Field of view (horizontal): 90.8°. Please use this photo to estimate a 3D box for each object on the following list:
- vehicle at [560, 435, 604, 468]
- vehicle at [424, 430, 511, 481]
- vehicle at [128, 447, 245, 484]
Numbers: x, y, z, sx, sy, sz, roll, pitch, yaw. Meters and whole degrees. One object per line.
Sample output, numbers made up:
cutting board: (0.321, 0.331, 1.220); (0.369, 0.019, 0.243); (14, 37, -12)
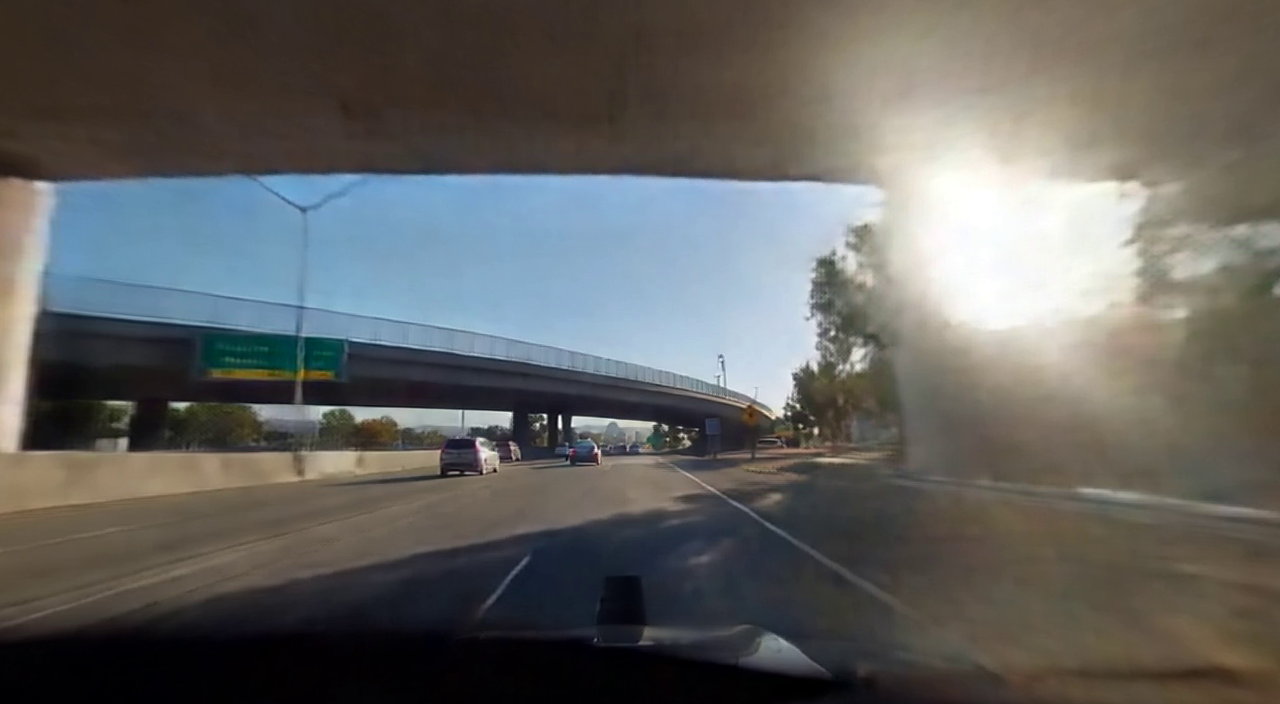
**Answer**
vehicle: (-3.207, 5.593, 35.666); (2.027, 1.697, 4.307); (0, -8, 0)
vehicle: (-6.624, 4.025, 24.838); (2.015, 1.762, 4.790); (0, -8, 1)
vehicle: (-19.574, 4.895, 27.541); (1.822, 1.434, 4.510); (2, -9, -2)
